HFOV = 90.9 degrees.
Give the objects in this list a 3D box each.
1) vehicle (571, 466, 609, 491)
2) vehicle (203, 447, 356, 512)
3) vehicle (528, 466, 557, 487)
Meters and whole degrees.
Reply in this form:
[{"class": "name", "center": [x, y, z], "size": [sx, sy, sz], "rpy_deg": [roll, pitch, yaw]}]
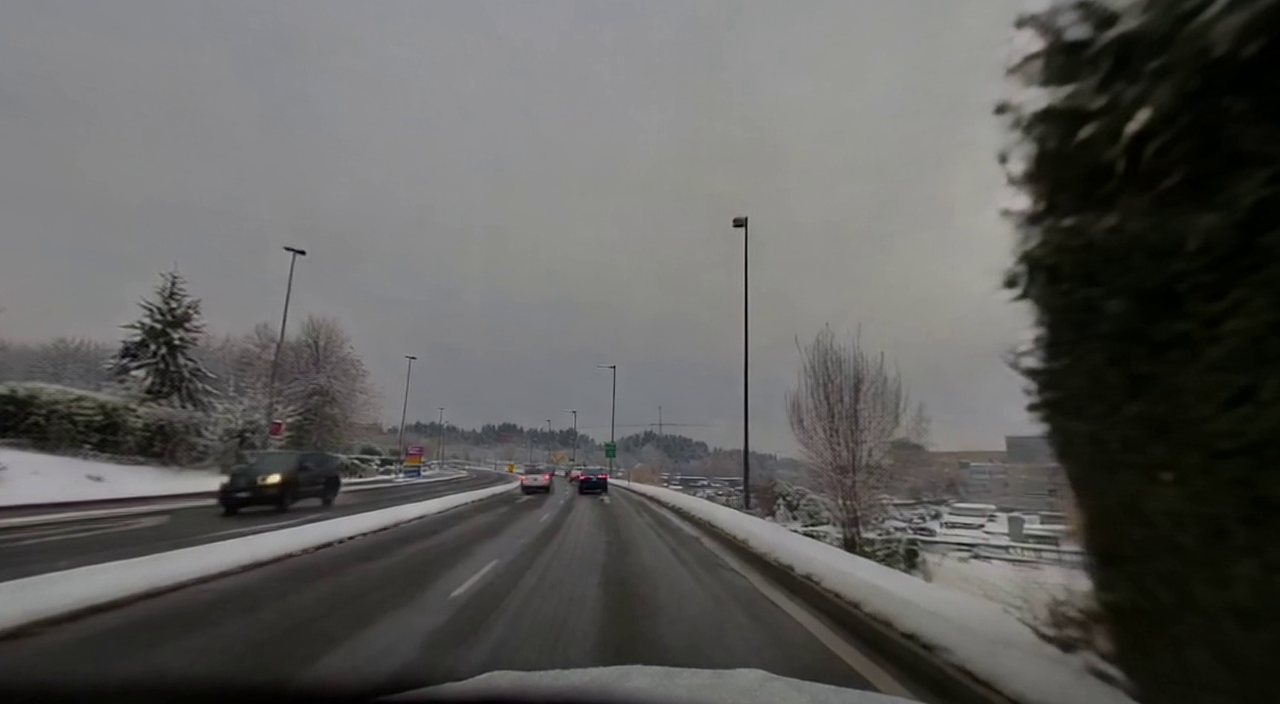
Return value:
[{"class": "vehicle", "center": [-3.336, 8.232, 41.130], "size": [2.129, 1.471, 4.258], "rpy_deg": [3, -10, -8]}, {"class": "vehicle", "center": [-10.703, 3.844, 19.202], "size": [2.183, 1.665, 4.498], "rpy_deg": [2, -10, -4]}, {"class": "vehicle", "center": [-7.458, 9.473, 48.226], "size": [2.030, 1.441, 4.806], "rpy_deg": [3, -10, -8]}]
